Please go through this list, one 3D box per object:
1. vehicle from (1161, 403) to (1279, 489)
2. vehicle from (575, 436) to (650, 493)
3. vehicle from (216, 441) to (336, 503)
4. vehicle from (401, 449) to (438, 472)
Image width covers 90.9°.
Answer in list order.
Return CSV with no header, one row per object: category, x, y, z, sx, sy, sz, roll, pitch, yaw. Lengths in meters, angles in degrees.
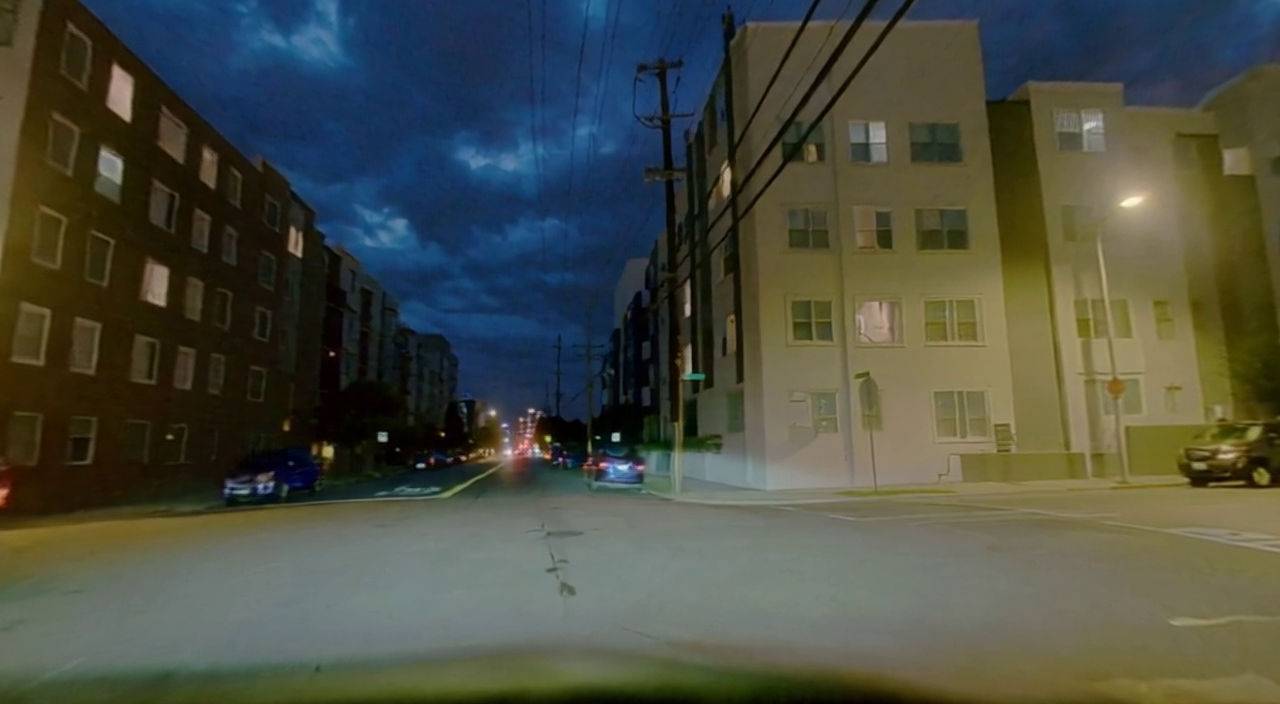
vehicle,18.099,2.599,18.149,4.259,2.102,2.376,-2,-5,-10
vehicle,-1.138,4.094,23.272,2.164,1.721,4.416,-3,-8,-9
vehicle,-12.409,4.069,21.878,2.140,1.874,4.475,1,-9,-11
vehicle,-16.782,8.224,48.161,2.032,1.641,4.162,1,-9,-10
